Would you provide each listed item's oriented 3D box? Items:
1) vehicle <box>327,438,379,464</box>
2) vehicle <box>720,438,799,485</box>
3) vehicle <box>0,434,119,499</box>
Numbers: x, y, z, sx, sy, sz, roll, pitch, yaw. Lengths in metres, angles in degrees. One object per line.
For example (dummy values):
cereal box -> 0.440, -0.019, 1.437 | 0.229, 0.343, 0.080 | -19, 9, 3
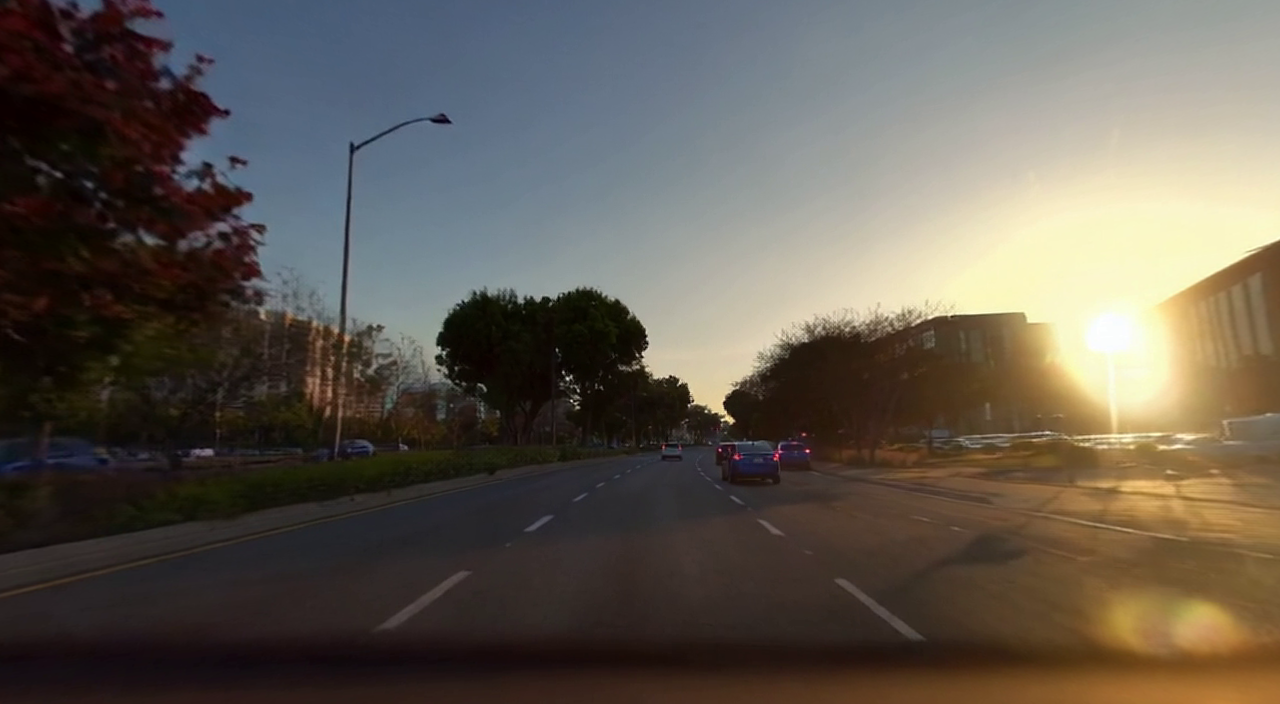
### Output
vehicle -> -19.465, 6.724, 42.909 | 2.140, 1.626, 4.526 | 1, -8, -10
vehicle -> 4.150, 3.863, 22.671 | 1.981, 1.499, 4.536 | 0, -8, 0
vehicle -> -15.919, 2.805, 15.525 | 2.055, 1.495, 4.772 | 0, -8, 1
